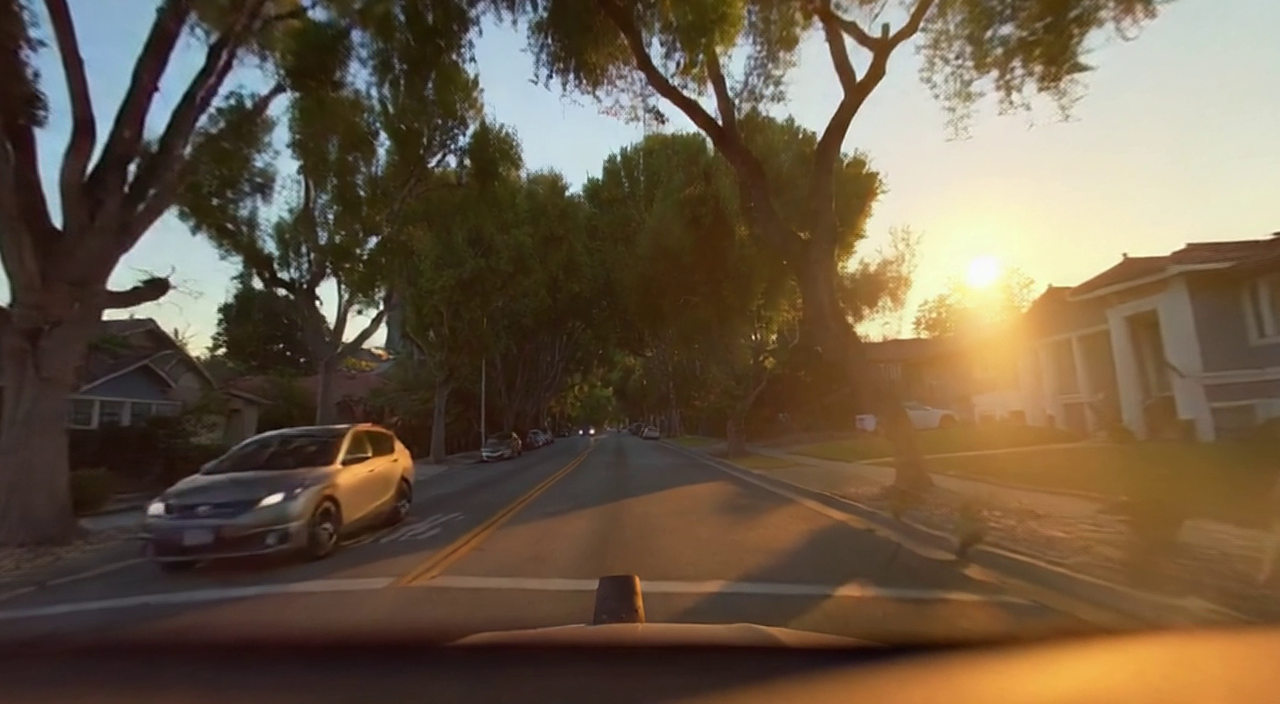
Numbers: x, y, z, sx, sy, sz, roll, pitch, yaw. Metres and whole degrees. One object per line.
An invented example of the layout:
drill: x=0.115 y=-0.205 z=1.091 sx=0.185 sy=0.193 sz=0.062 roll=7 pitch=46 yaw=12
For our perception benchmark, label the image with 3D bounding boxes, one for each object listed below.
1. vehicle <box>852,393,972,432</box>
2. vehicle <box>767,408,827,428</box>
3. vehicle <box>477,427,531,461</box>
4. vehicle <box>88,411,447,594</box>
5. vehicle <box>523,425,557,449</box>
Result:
vehicle: x=11.910 y=2.710 z=27.944 sx=4.389 sy=1.480 sz=2.038 roll=-3 pitch=-7 yaw=8
vehicle: x=12.160 y=5.159 z=49.052 sx=4.370 sy=1.433 sz=1.889 roll=-3 pitch=-8 yaw=11
vehicle: x=-7.126 y=4.844 z=33.624 sx=2.031 sy=1.662 sz=4.194 roll=-1 pitch=-7 yaw=-1
vehicle: x=-4.202 y=1.699 z=8.227 sx=1.973 sy=1.683 sz=4.400 roll=-1 pitch=-7 yaw=0
vehicle: x=-7.528 y=6.423 z=48.012 sx=2.033 sy=1.721 sz=4.328 roll=-1 pitch=-7 yaw=-2
